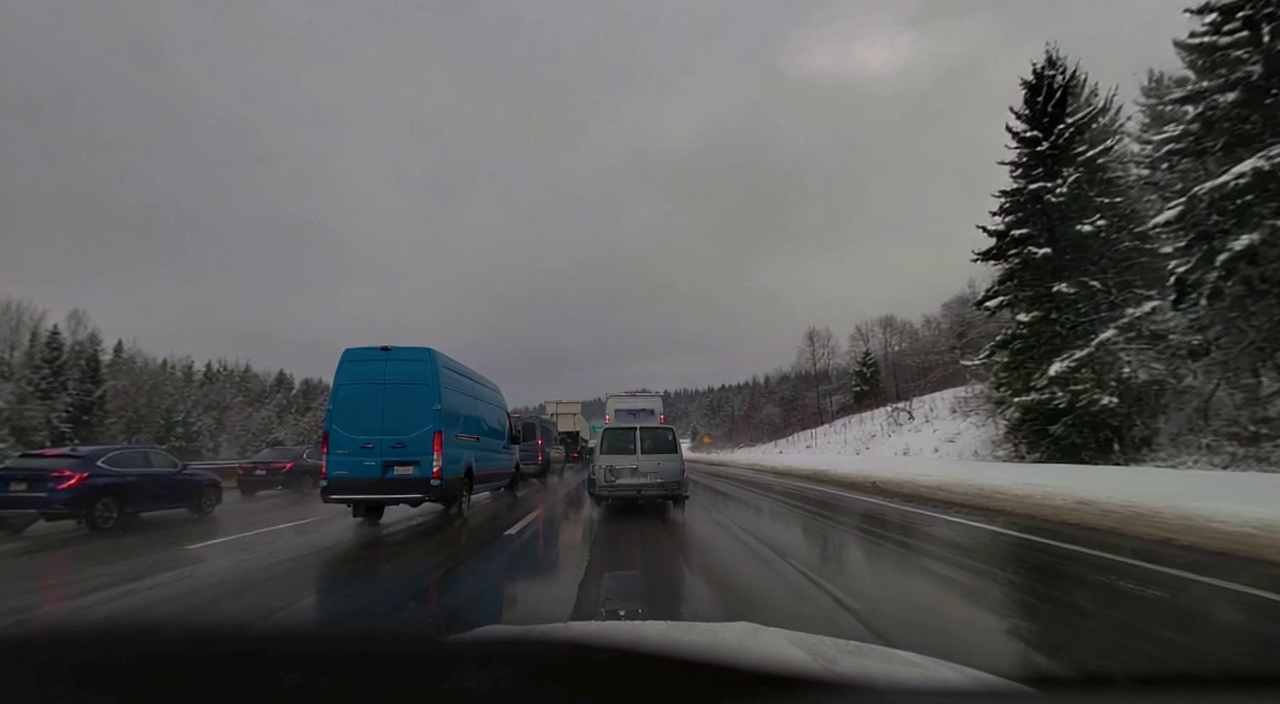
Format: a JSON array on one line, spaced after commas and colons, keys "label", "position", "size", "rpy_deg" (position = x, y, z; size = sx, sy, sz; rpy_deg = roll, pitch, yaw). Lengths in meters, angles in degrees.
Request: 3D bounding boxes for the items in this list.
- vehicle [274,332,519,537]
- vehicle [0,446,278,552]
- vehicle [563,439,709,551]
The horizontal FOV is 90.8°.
[{"label": "vehicle", "position": [-4.060, 1.647, 12.297], "size": [2.254, 2.879, 6.656], "rpy_deg": [0, -9, -2]}, {"label": "vehicle", "position": [-8.837, 2.475, 11.377], "size": [1.899, 1.503, 4.466], "rpy_deg": [-1, -9, 1]}, {"label": "vehicle", "position": [-0.087, 2.213, 10.350], "size": [1.995, 1.495, 3.380], "rpy_deg": [0, -9, -1]}]
